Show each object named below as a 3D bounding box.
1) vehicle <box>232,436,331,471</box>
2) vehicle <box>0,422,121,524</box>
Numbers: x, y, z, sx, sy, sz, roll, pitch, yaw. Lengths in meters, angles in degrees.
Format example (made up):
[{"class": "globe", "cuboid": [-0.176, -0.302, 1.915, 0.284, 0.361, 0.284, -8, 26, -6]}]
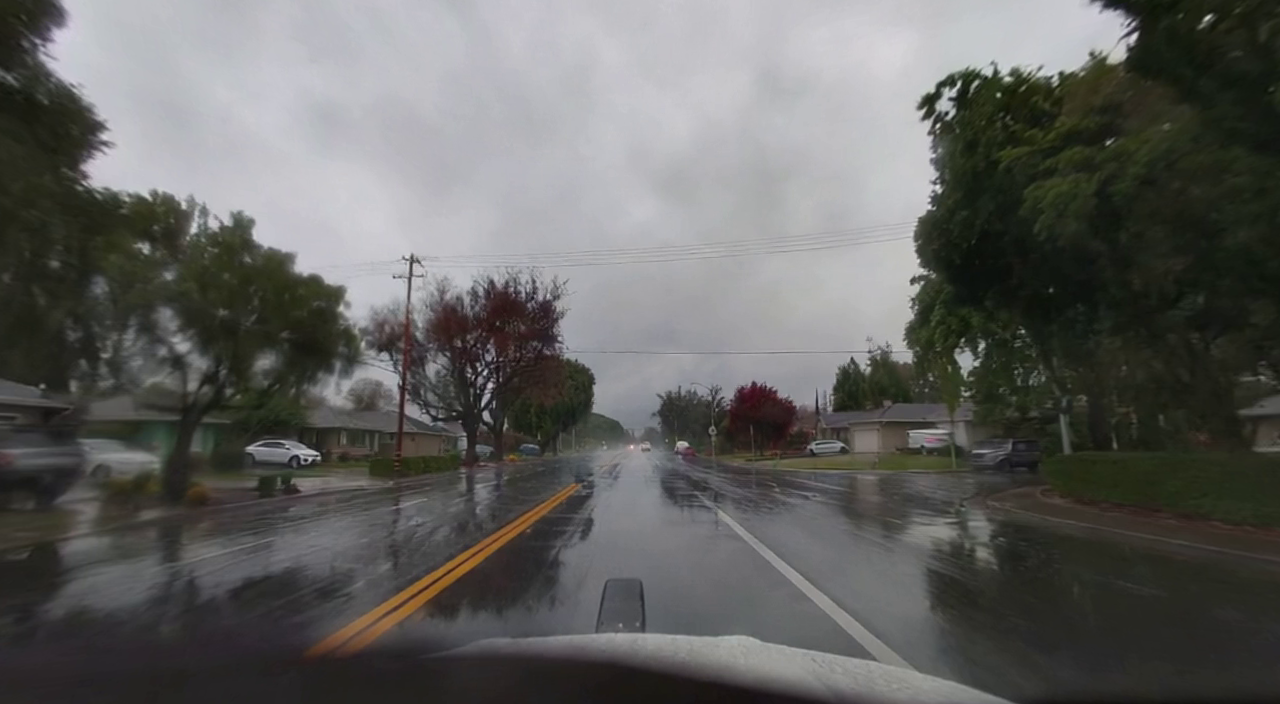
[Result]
[{"class": "vehicle", "cuboid": [-22.244, 6.312, 39.377, 4.722, 1.983, 2.346, -1, -8, -2]}, {"class": "vehicle", "cuboid": [-16.418, 2.797, 14.915, 5.922, 2.148, 2.754, -1, -8, 3]}]
